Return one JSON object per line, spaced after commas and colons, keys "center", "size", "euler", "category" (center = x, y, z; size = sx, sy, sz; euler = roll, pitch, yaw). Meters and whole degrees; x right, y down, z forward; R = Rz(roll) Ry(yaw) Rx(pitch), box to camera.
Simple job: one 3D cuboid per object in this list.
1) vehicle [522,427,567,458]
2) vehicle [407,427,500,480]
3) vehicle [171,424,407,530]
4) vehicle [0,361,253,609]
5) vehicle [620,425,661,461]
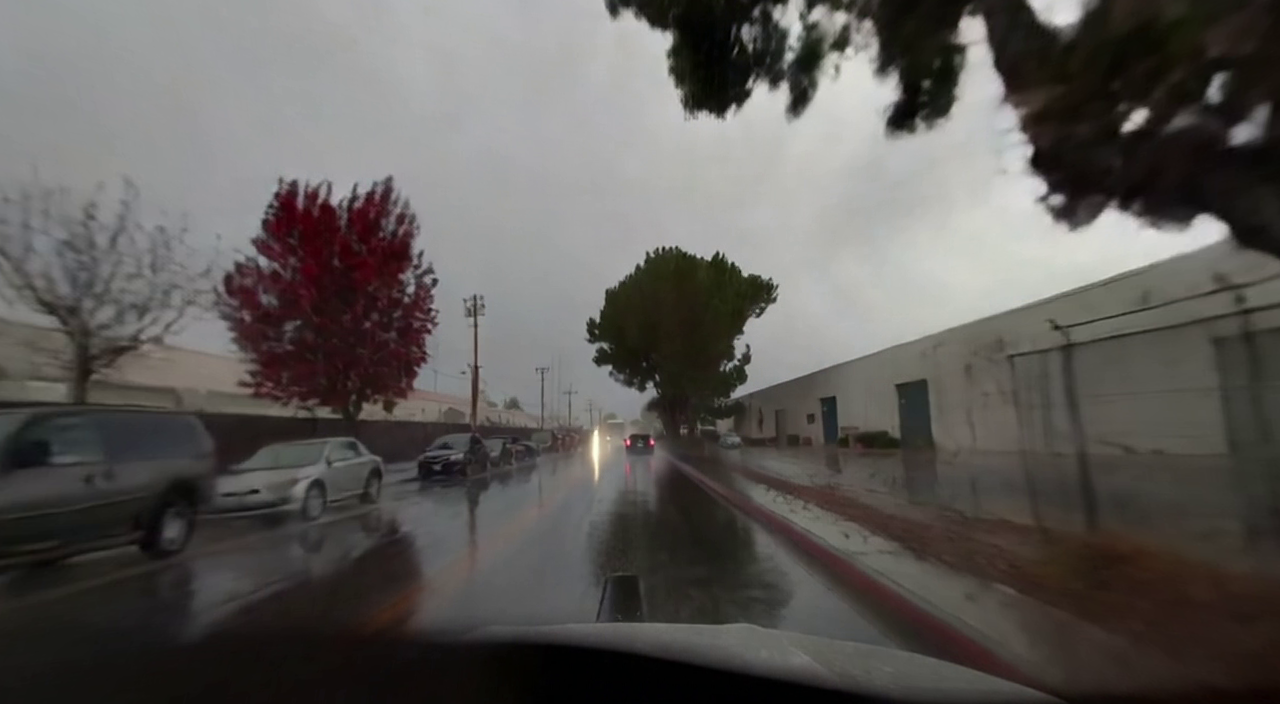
{"center": [-6.401, 6.142, 42.736], "size": [2.139, 1.943, 5.295], "euler": [-1, -9, 1], "category": "vehicle"}
{"center": [-6.413, 3.514, 22.242], "size": [1.926, 1.647, 4.185], "euler": [0, -7, 1], "category": "vehicle"}
{"center": [-6.186, 2.197, 11.839], "size": [2.013, 1.609, 4.152], "euler": [0, -7, 0], "category": "vehicle"}
{"center": [-6.204, 1.242, 5.950], "size": [2.005, 1.989, 4.929], "euler": [-3, -9, 0], "category": "vehicle"}
{"center": [0.015, 5.053, 35.274], "size": [2.152, 1.874, 4.042], "euler": [0, -7, 0], "category": "vehicle"}
